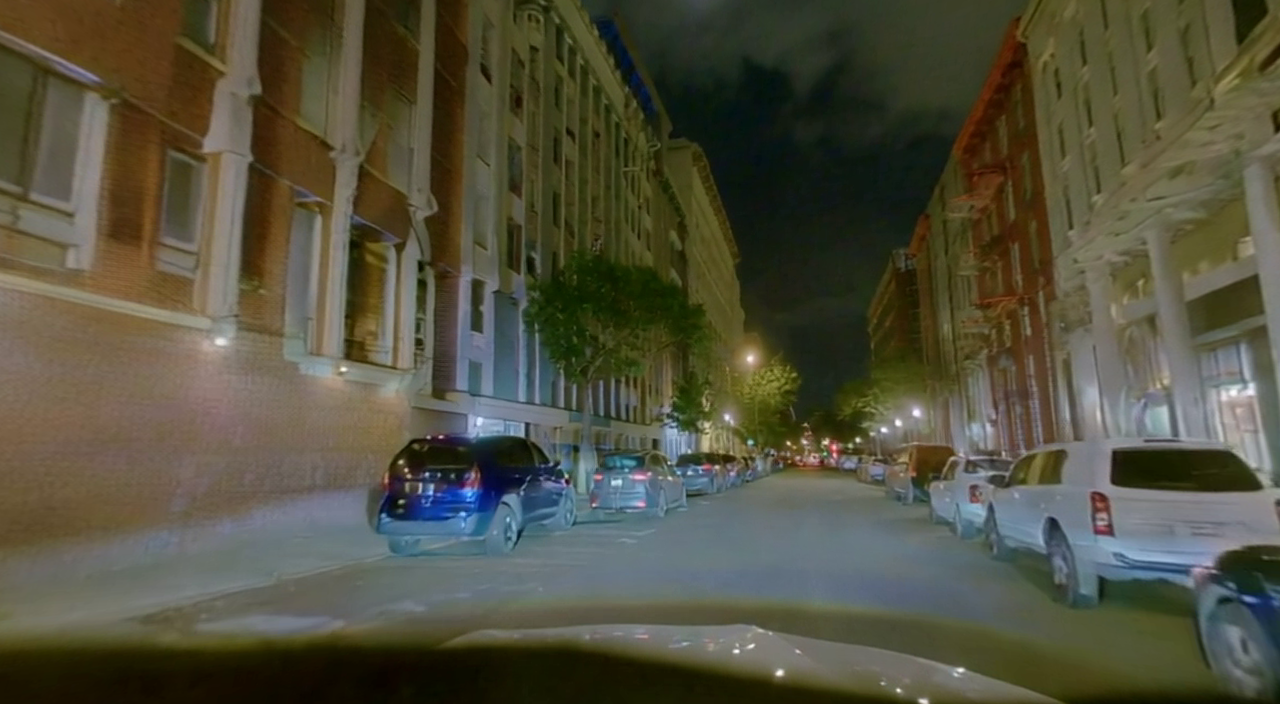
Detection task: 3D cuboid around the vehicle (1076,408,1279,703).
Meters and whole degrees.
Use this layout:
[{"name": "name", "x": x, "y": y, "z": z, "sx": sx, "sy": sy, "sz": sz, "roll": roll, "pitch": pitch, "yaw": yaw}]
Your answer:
[{"name": "vehicle", "x": 3.166, "y": 0.848, "z": 1.553, "sx": 1.925, "sy": 1.481, "sz": 4.653, "roll": -2, "pitch": -8, "yaw": 15}]

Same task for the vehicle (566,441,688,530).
[{"name": "vehicle", "x": -0.154, "y": 3.035, "z": 15.051, "sx": 1.867, "sy": 1.519, "sz": 3.920, "roll": 0, "pitch": -4, "yaw": 15}]

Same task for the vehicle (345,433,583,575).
[{"name": "vehicle", "x": -2.240, "y": 1.941, "z": 8.855, "sx": 1.875, "sy": 1.564, "sz": 2.982, "roll": -2, "pitch": -7, "yaw": 16}]
